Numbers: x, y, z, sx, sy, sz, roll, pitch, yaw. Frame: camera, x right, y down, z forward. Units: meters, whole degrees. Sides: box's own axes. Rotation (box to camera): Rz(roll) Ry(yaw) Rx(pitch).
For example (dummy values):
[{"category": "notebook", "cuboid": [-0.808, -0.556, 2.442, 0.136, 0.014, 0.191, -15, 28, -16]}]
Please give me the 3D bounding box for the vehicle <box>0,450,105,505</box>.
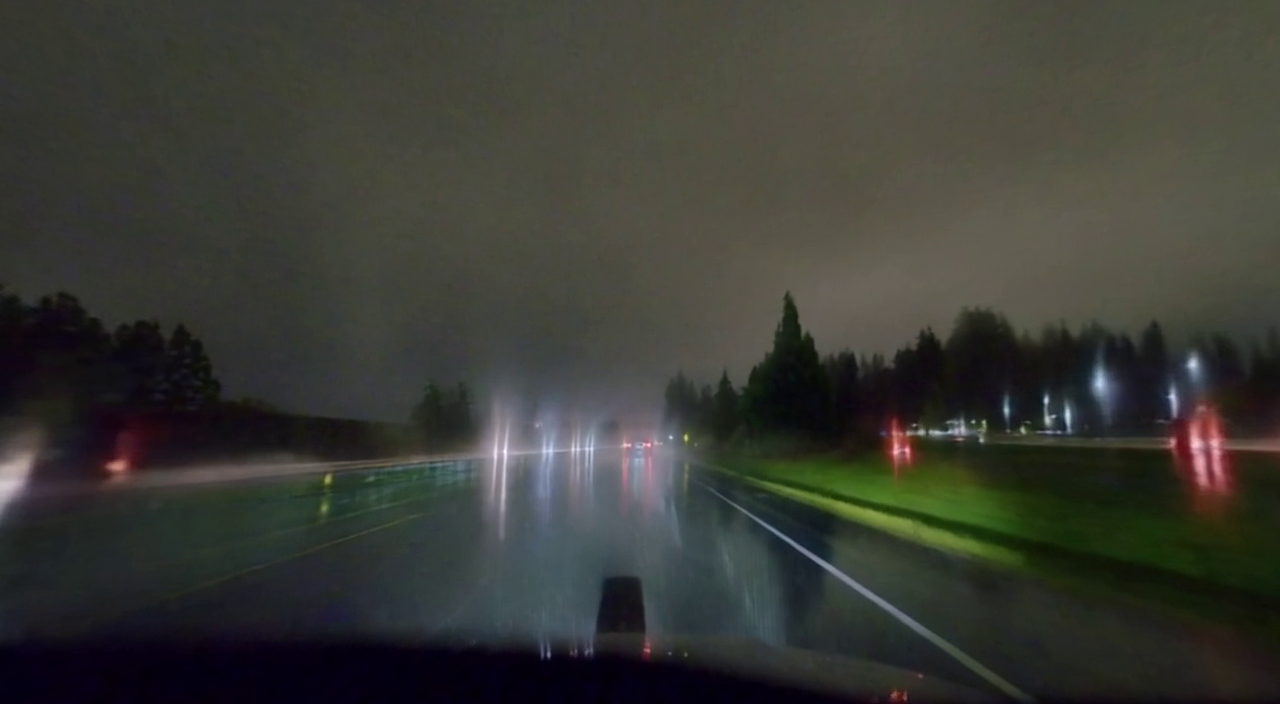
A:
[{"category": "vehicle", "cuboid": [-19.221, 3.746, 18.996, 1.960, 1.519, 4.654, 0, -9, 2]}]
